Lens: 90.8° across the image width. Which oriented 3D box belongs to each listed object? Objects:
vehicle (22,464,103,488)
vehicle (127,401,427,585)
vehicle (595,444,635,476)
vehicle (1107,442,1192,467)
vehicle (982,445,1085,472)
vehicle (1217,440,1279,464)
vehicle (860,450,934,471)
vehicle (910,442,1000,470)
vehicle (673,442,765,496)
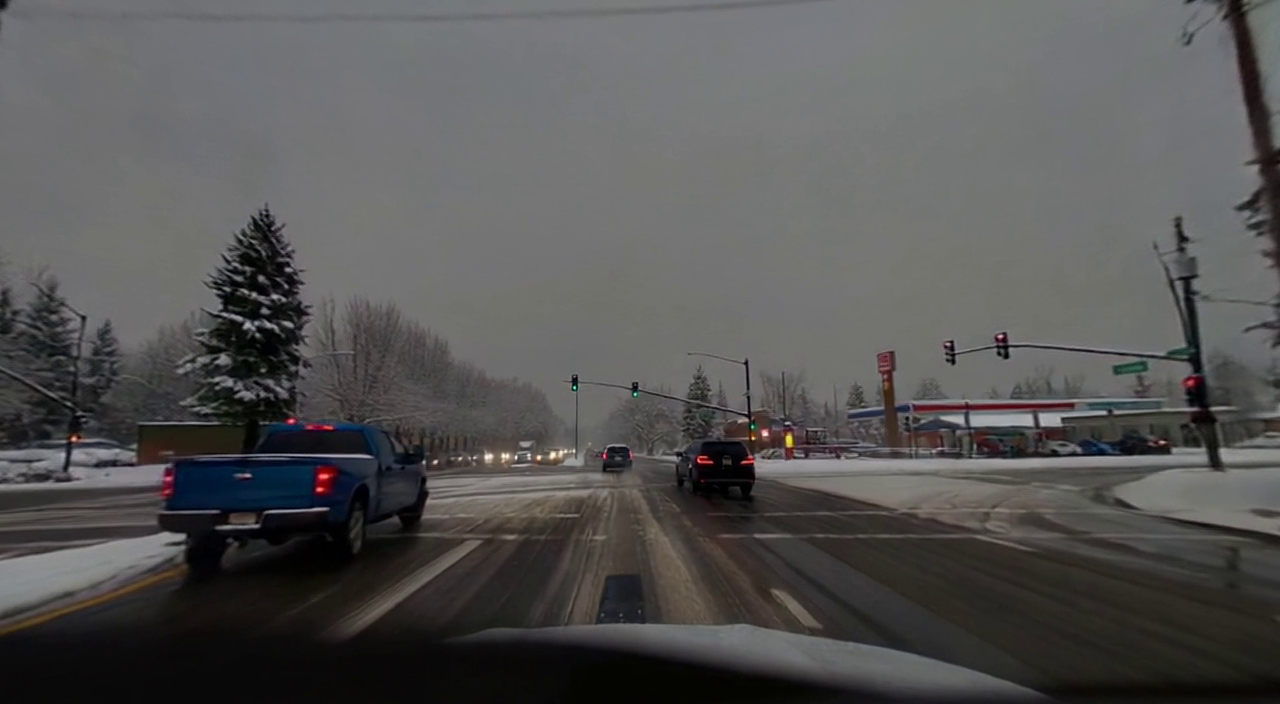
[{"bbox_3d":[-39.641,8.473,43.521,1.802,1.447,4.432,1,-9,-8],"label":"vehicle"},{"bbox_3d":[-4.812,1.930,9.648,2.195,1.905,5.634,2,-9,-11],"label":"vehicle"},{"bbox_3d":[-1.379,5.742,33.891,2.029,1.605,3.827,1,-9,-4],"label":"vehicle"},{"bbox_3d":[36.379,7.292,45.131,4.718,1.706,1.928,2,-9,-9],"label":"vehicle"},{"bbox_3d":[22.525,6.087,36.235,4.789,1.455,1.986,2,-9,-9],"label":"vehicle"},{"bbox_3d":[45.970,7.400,46.824,4.535,1.712,2.181,1,-9,-9],"label":"vehicle"},{"bbox_3d":[19.264,8.121,47.446,4.637,1.443,2.050,0,-8,-2],"label":"vehicle"},{"bbox_3d":[21.203,6.989,42.603,4.950,1.760,2.213,1,-9,-9],"label":"vehicle"},{"bbox_3d":[2.318,3.598,19.859,2.061,1.487,4.462,1,-9,-4],"label":"vehicle"}]
